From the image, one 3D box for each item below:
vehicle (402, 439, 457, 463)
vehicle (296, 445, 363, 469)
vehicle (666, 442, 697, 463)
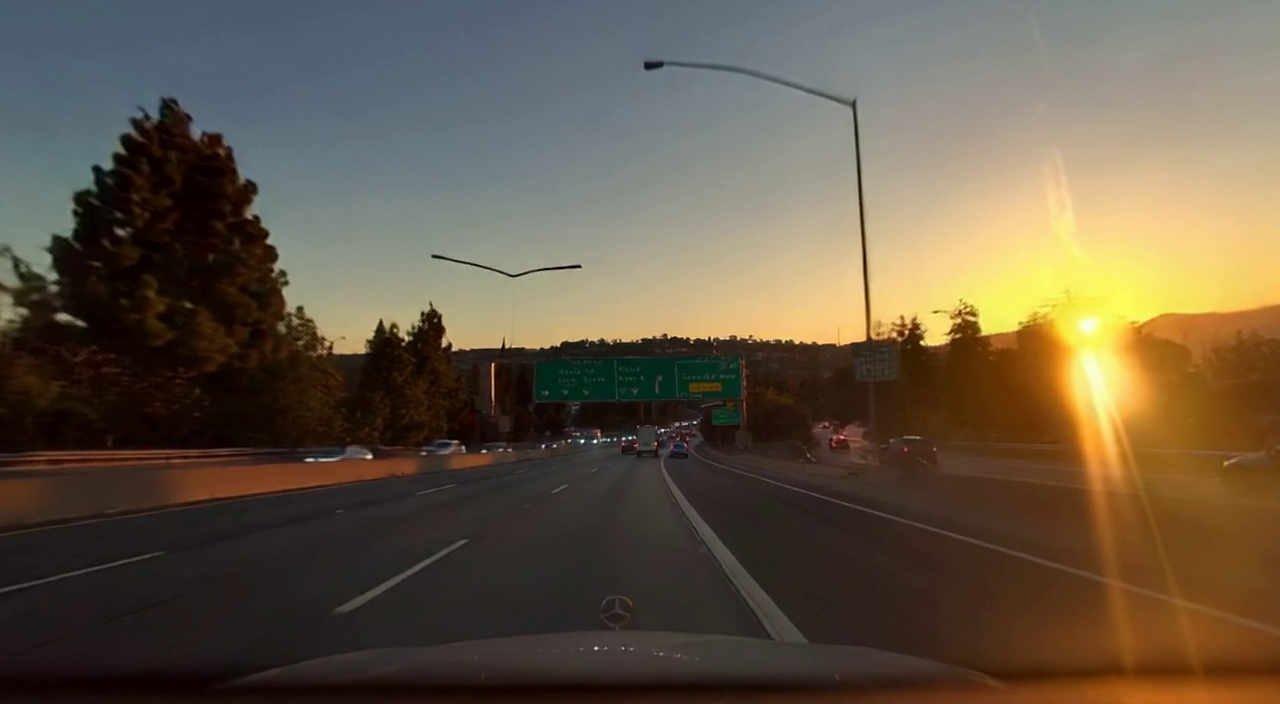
[{"bbox_3d":[-15.742,7.429,47.671,2.153,1.671,5.278,0,-8,2],"label":"vehicle"},{"bbox_3d":[-19.203,6.494,39.255,1.851,1.353,4.215,0,-8,2],"label":"vehicle"},{"bbox_3d":[3.135,7.657,48.347,2.069,1.476,4.197,0,-8,0],"label":"vehicle"}]
